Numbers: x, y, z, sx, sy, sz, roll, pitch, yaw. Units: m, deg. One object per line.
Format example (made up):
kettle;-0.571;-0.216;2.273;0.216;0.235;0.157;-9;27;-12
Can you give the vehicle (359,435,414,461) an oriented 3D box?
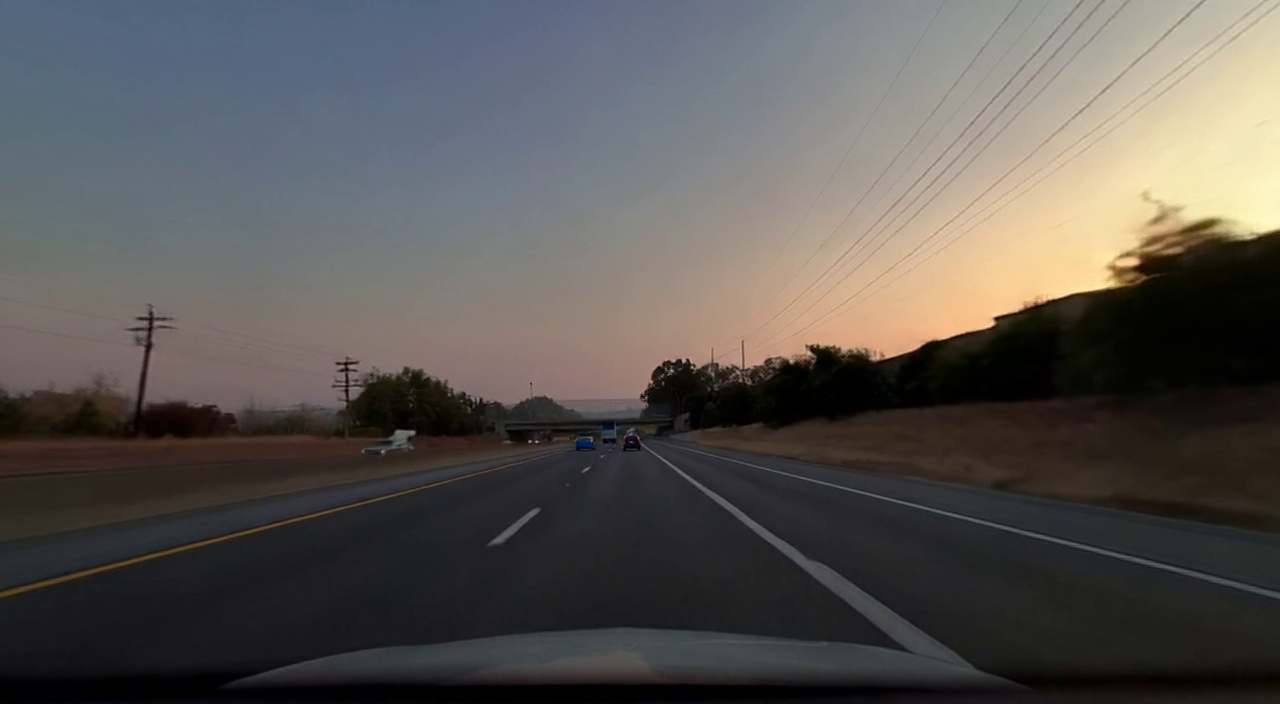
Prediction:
vehicle;-17.749;6.737;44.374;1.963;1.688;4.677;0;-8;0

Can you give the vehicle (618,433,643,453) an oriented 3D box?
vehicle;-0.781;7.095;49.090;1.890;1.472;3.716;0;-8;-2
